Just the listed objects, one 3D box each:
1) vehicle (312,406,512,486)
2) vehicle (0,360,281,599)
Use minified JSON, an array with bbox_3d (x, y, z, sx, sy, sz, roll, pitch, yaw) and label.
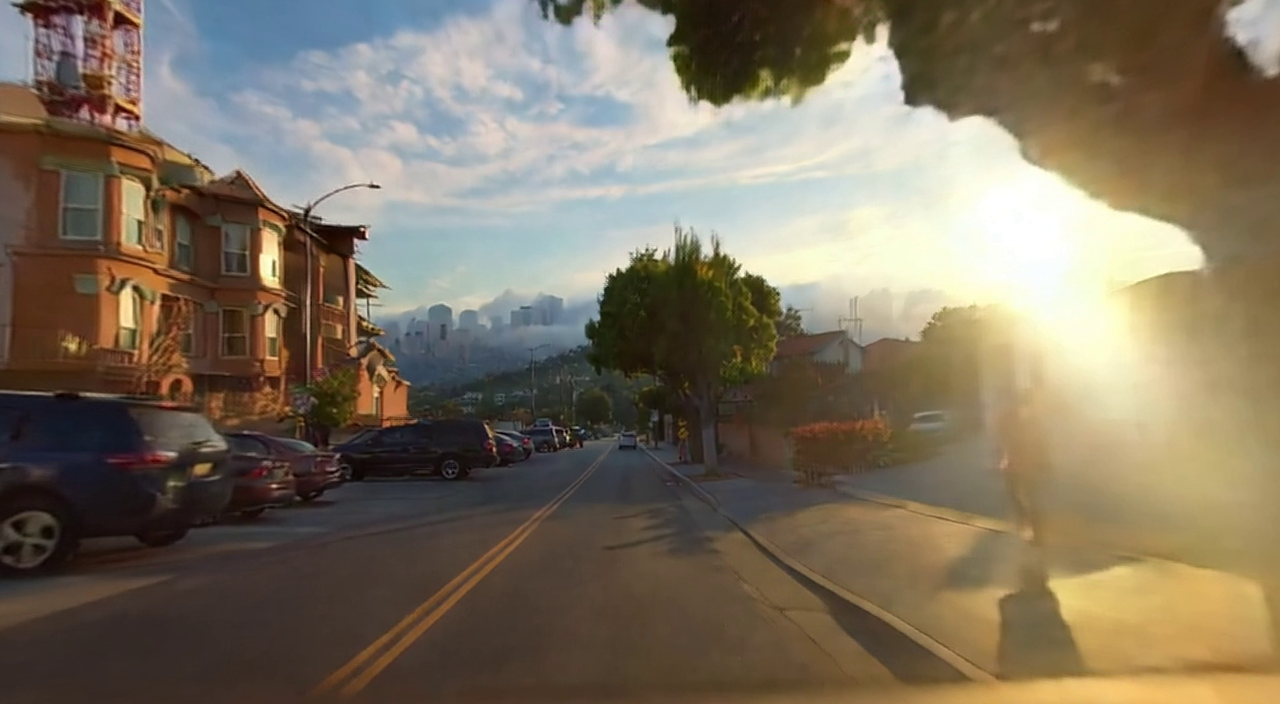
[{"bbox_3d":[-7.305,3.091,20.861,5.592,2.439,2.515,0,-8,-1],"label":"vehicle"},{"bbox_3d":[-7.475,1.278,6.730,5.824,2.125,2.233,0,-8,-3],"label":"vehicle"}]
